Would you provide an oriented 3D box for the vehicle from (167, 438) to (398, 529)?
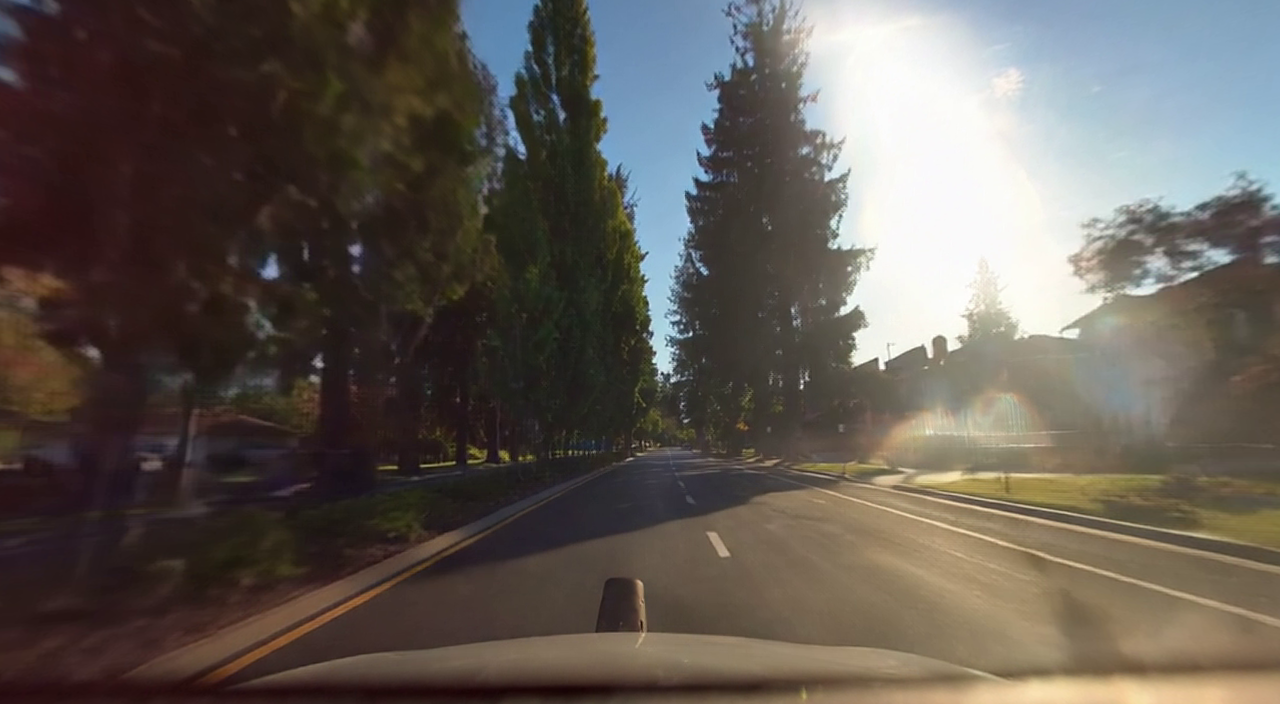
[{"bbox_3d":[-7.228,2.668,13.504,2.000,1.570,4.808,-1,-8,2],"label":"vehicle"}]
